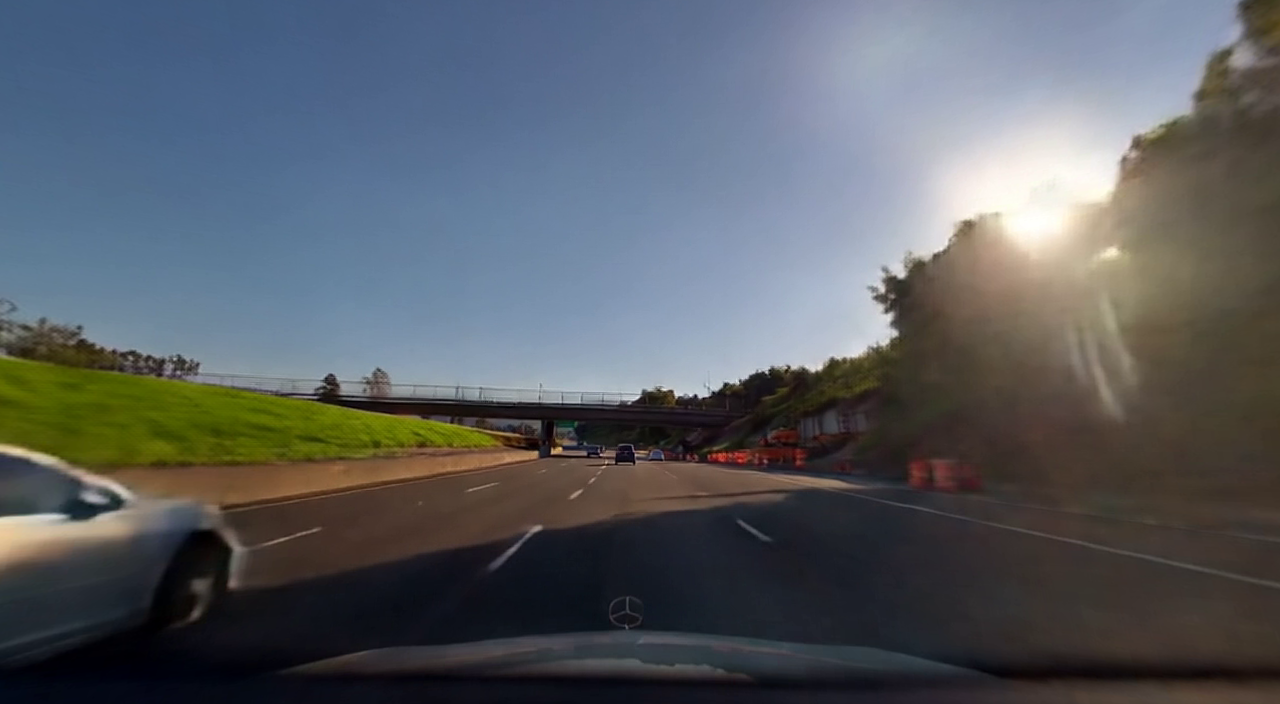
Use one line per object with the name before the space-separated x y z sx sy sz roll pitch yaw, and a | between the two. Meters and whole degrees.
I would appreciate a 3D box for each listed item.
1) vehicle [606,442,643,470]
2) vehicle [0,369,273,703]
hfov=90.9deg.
vehicle | -1.126 7.067 43.043 2.328 1.805 4.502 0 -8 -3
vehicle | -3.840 0.848 2.299 2.114 1.650 4.730 0 -8 0
